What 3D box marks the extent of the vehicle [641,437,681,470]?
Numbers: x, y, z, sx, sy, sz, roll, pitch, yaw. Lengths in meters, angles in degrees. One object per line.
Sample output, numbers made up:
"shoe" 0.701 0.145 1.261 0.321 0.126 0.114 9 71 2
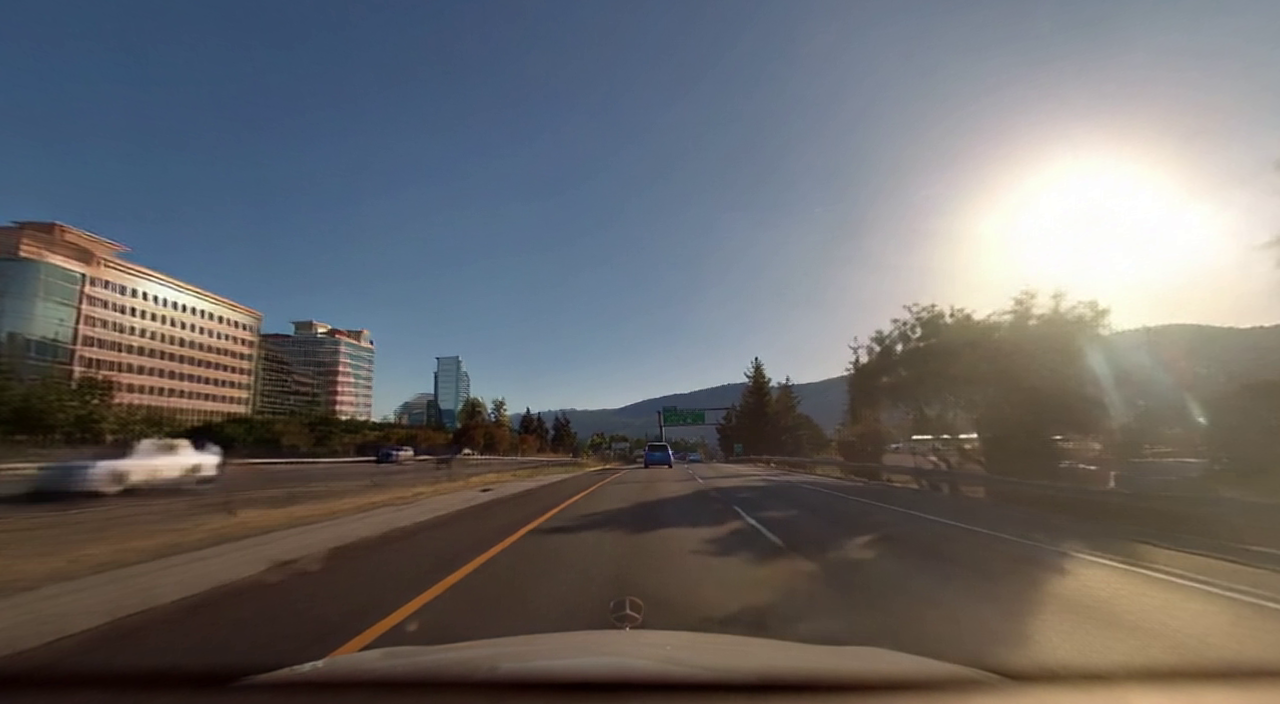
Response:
"vehicle" 1.473 6.908 42.859 2.546 2.126 5.153 -1 -8 3
